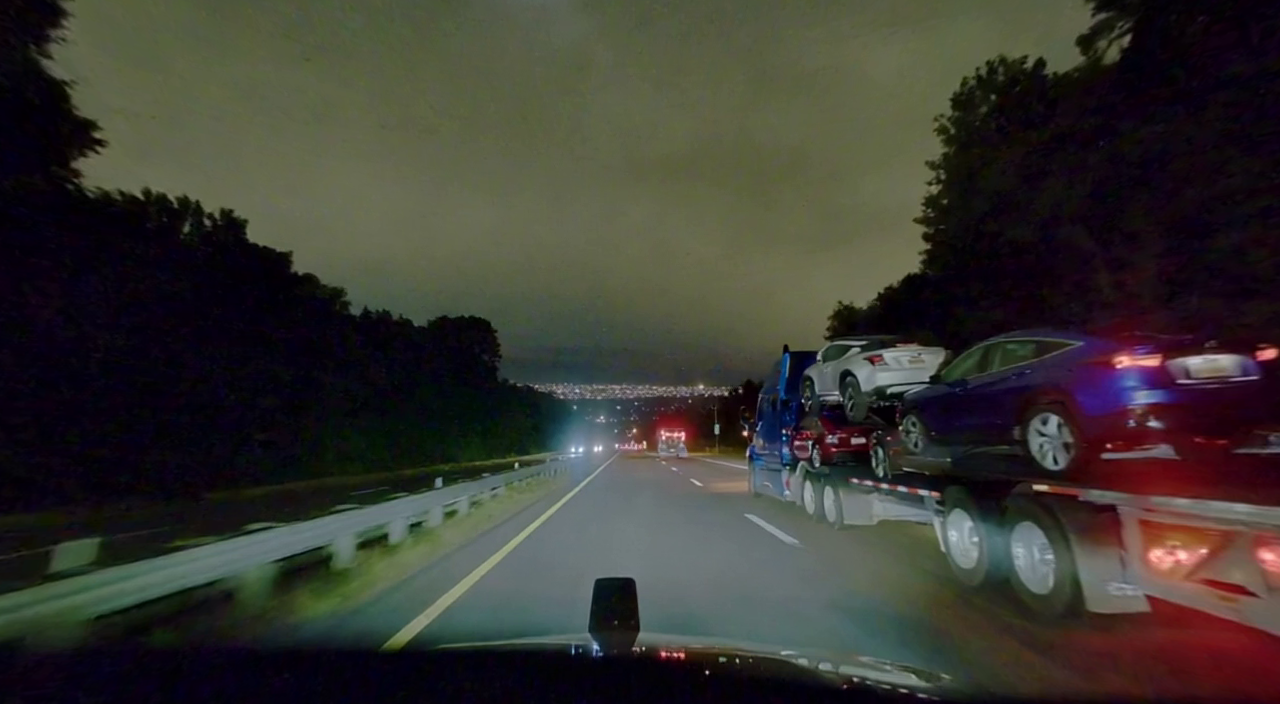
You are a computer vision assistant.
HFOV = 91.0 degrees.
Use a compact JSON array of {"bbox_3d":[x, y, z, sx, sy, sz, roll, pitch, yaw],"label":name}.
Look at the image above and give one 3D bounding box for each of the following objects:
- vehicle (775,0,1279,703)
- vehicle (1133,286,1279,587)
[{"bbox_3d":[4.385,0.016,3.853,2.846,3.782,16.985,0,-8,-2],"label":"vehicle"},{"bbox_3d":[4.404,0.171,2.036,2.048,1.580,4.334,-4,-10,1],"label":"vehicle"}]
